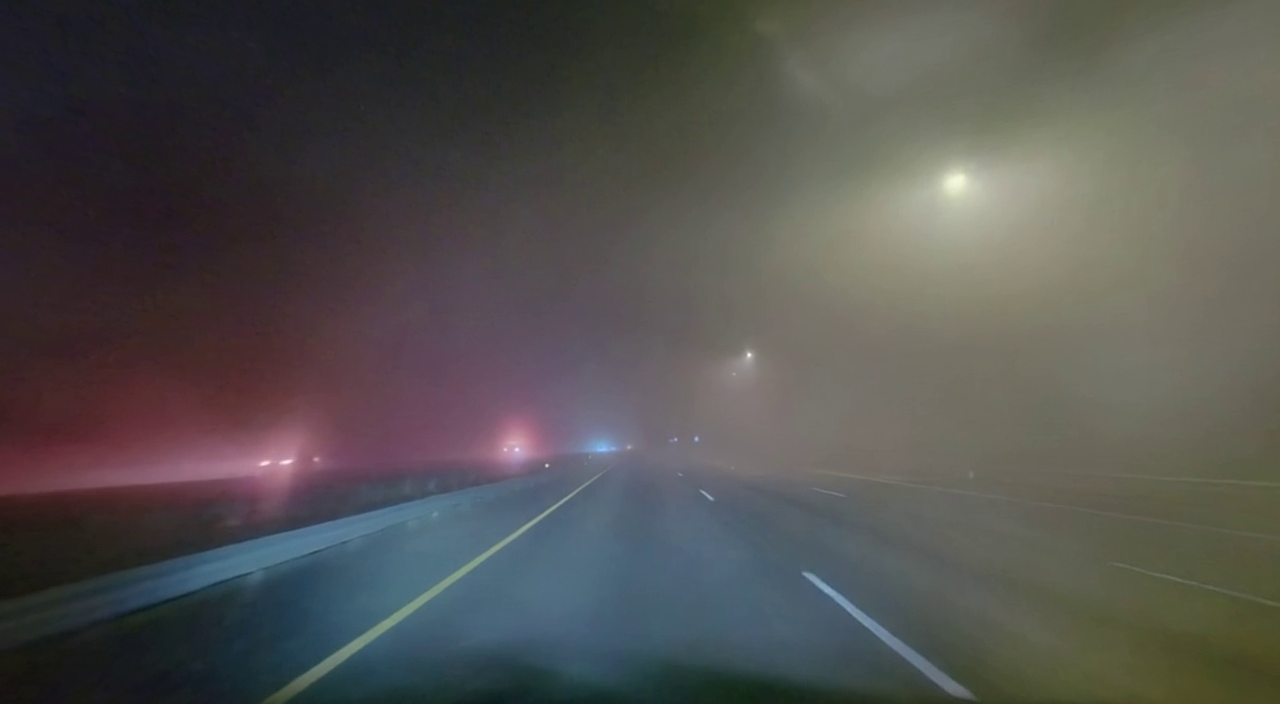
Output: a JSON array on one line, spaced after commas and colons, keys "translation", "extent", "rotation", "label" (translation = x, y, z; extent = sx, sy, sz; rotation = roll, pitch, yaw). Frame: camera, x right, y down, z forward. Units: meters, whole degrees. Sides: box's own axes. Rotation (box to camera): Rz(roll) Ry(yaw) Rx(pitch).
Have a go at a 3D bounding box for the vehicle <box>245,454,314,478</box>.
[{"translation": [-24.621, 7.754, 43.276], "extent": [1.873, 1.456, 4.716], "rotation": [0, -8, 1], "label": "vehicle"}]
